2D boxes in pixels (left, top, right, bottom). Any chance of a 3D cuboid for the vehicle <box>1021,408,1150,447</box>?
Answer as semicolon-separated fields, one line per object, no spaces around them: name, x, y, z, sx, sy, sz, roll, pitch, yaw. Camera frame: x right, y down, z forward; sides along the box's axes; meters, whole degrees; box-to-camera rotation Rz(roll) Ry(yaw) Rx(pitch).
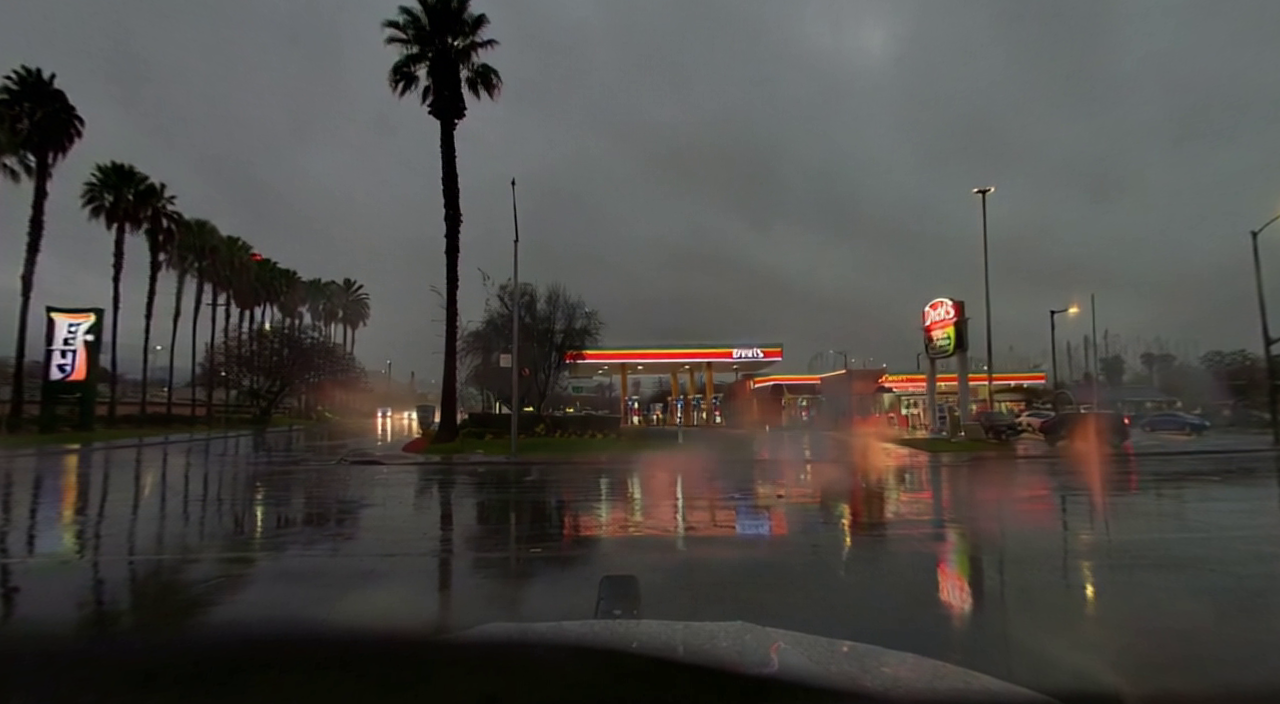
vehicle;21.985;3.709;31.286;4.880;1.754;2.202;0;-5;-7

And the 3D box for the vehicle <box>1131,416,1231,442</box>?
vehicle;33.913;4.888;39.783;1.805;1.466;4.641;1;-9;-8
